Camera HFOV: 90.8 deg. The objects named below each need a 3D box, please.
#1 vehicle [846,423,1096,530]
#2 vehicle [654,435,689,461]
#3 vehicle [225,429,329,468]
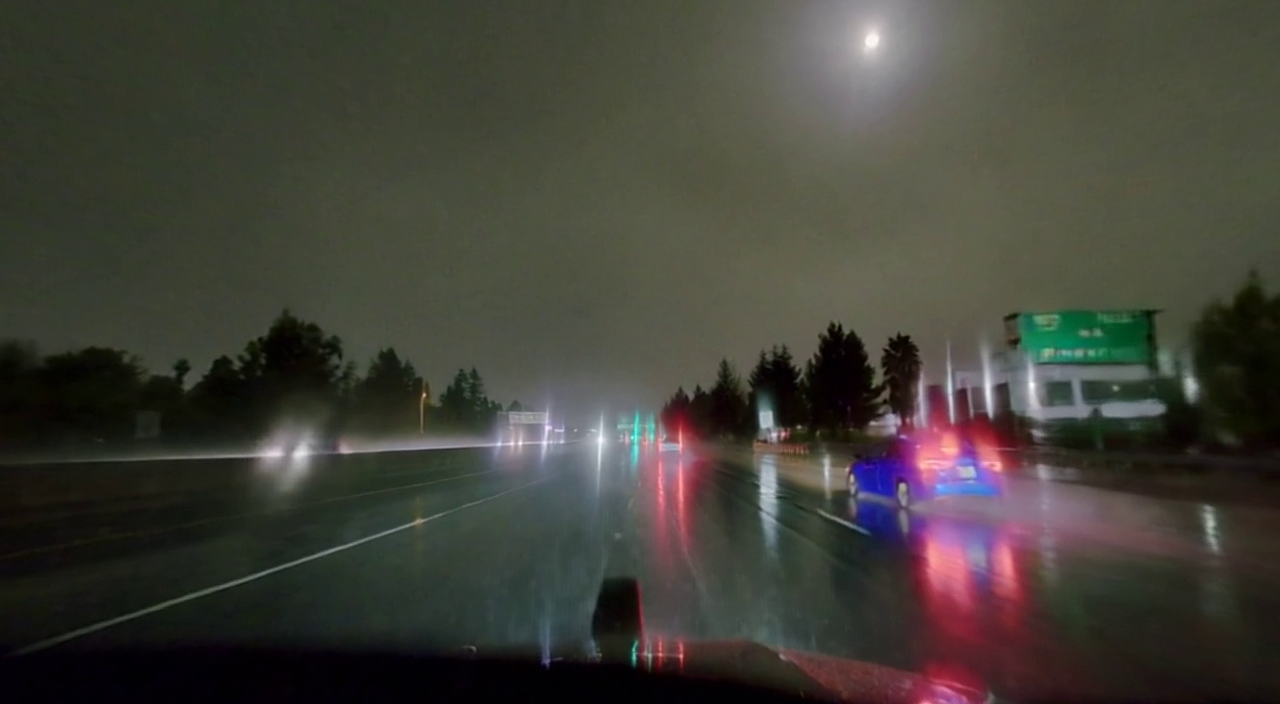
[{"bbox_3d":[5.551,2.149,11.502,2.029,1.528,4.644,0,-9,0],"label":"vehicle"},{"bbox_3d":[2.113,6.637,43.888,2.127,1.692,4.382,0,-9,-1],"label":"vehicle"},{"bbox_3d":[-18.822,5.037,33.125,2.209,1.844,5.345,0,-9,1],"label":"vehicle"}]
